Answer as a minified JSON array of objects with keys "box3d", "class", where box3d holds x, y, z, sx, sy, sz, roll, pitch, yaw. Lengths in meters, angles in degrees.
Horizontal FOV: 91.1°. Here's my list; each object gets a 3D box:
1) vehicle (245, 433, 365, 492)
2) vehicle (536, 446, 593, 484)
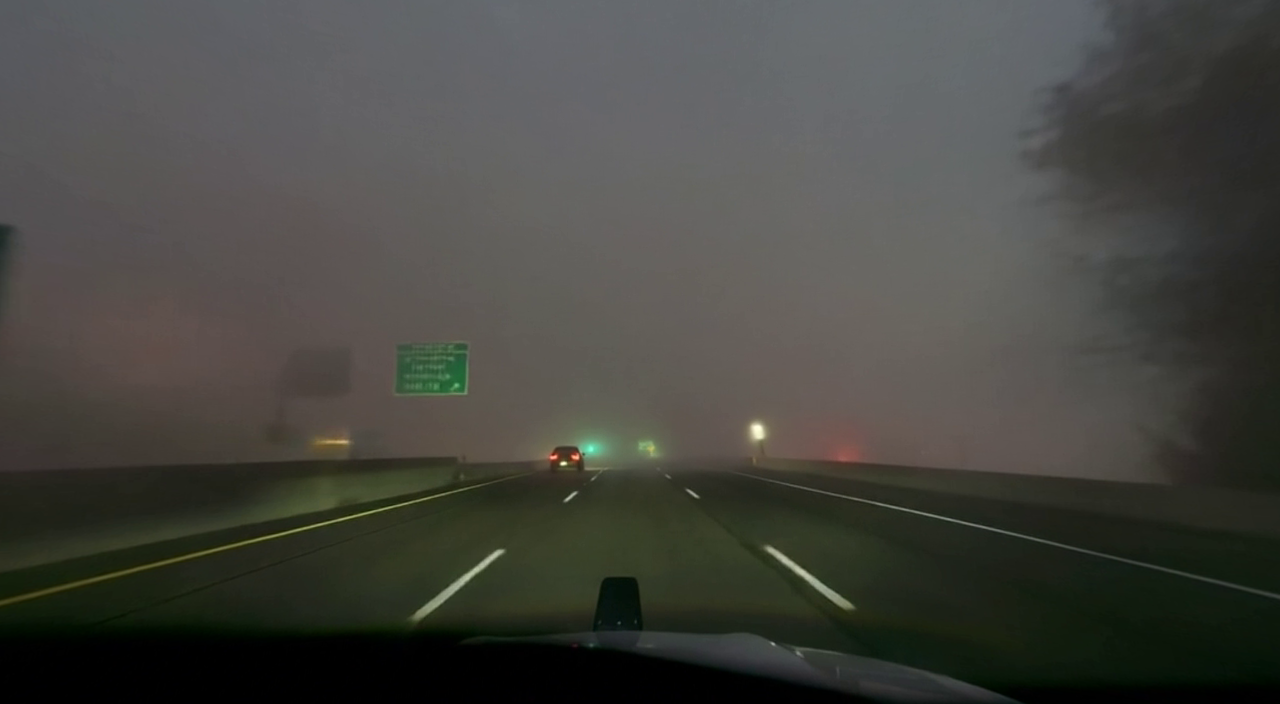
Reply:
[{"box3d":[-16.647,5.531,31.873,2.298,2.603,6.957,0,-9,0],"class":"vehicle"},{"box3d":[-3.327,5.072,28.465,2.100,1.525,4.179,0,-9,0],"class":"vehicle"}]
